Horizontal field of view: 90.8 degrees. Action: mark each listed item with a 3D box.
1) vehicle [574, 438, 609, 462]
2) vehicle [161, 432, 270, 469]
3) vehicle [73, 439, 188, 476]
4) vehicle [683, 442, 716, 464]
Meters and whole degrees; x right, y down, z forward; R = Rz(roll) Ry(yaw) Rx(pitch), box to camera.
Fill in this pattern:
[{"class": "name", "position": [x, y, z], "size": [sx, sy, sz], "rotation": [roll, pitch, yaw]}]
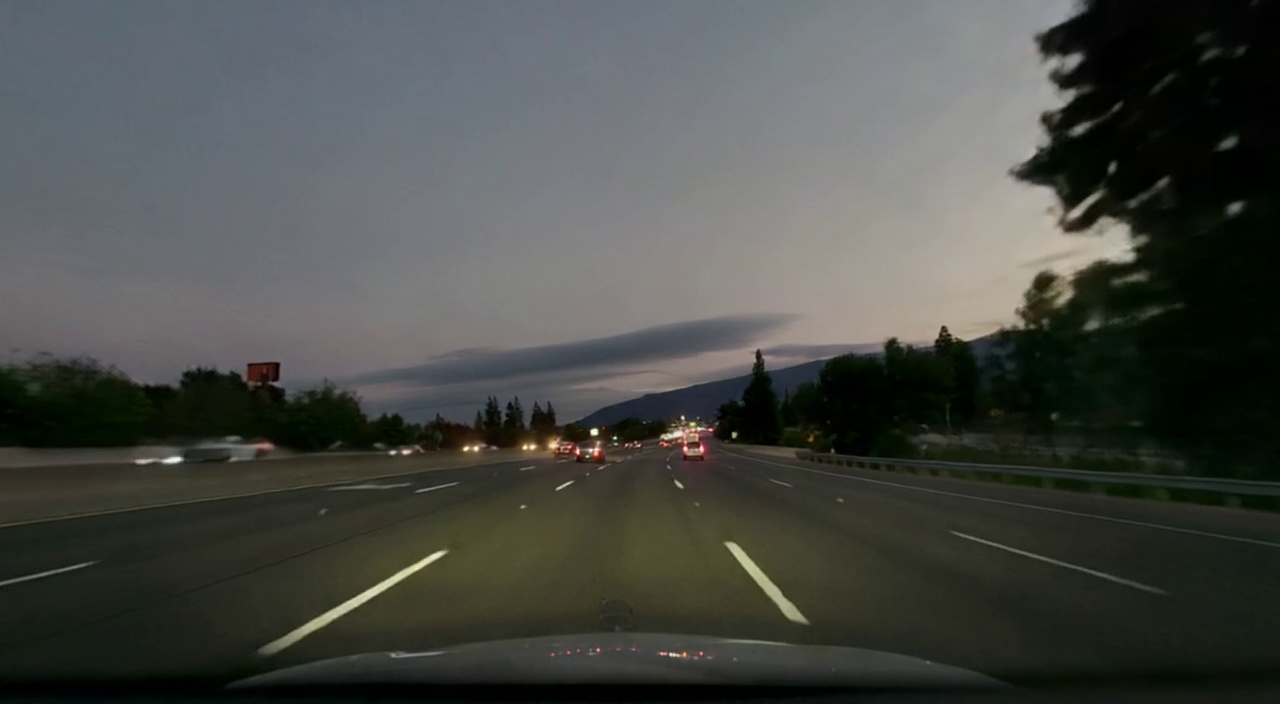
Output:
[{"class": "vehicle", "position": [-3.568, 7.320, 47.227], "size": [2.179, 1.693, 4.204], "rotation": [0, -9, 2]}, {"class": "vehicle", "position": [-30.394, 7.104, 45.622], "size": [2.759, 2.434, 6.983], "rotation": [0, -9, 2]}, {"class": "vehicle", "position": [-27.294, 5.667, 34.110], "size": [2.025, 1.831, 4.851], "rotation": [0, -9, 1]}, {"class": "vehicle", "position": [4.133, 7.114, 44.733], "size": [1.967, 1.475, 4.080], "rotation": [0, -8, 1]}]
